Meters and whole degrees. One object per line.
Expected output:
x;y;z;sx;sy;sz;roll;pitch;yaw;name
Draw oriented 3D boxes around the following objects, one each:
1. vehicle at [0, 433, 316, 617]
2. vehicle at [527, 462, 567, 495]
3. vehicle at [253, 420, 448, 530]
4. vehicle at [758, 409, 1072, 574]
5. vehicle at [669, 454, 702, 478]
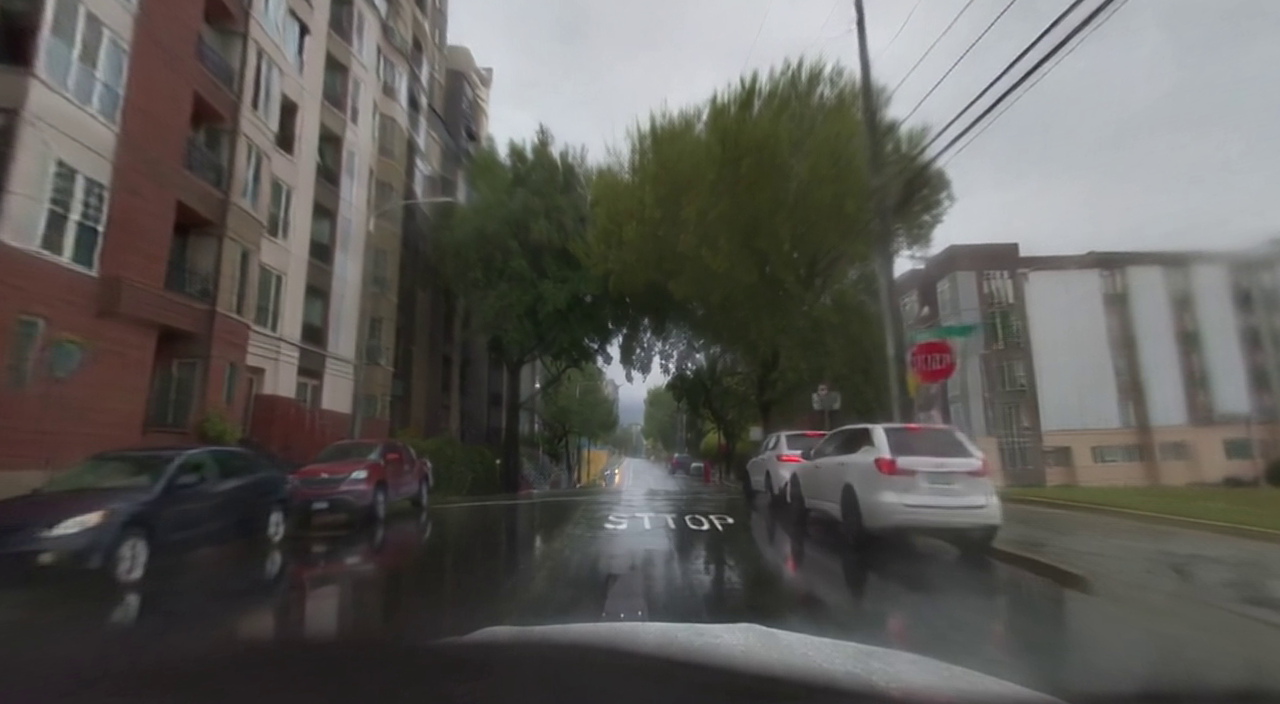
-6.295;1.927;8.003;2.069;1.647;4.359;-2;-8;0;vehicle
-5.894;8.030;40.351;1.987;1.662;4.141;-2;-7;-1;vehicle
-6.117;2.738;14.249;2.076;1.913;5.060;-3;-10;-1;vehicle
3.337;1.800;8.984;2.154;1.699;4.591;0;-8;-4;vehicle
3.376;8.653;48.001;2.051;1.526;4.673;0;-7;-2;vehicle
